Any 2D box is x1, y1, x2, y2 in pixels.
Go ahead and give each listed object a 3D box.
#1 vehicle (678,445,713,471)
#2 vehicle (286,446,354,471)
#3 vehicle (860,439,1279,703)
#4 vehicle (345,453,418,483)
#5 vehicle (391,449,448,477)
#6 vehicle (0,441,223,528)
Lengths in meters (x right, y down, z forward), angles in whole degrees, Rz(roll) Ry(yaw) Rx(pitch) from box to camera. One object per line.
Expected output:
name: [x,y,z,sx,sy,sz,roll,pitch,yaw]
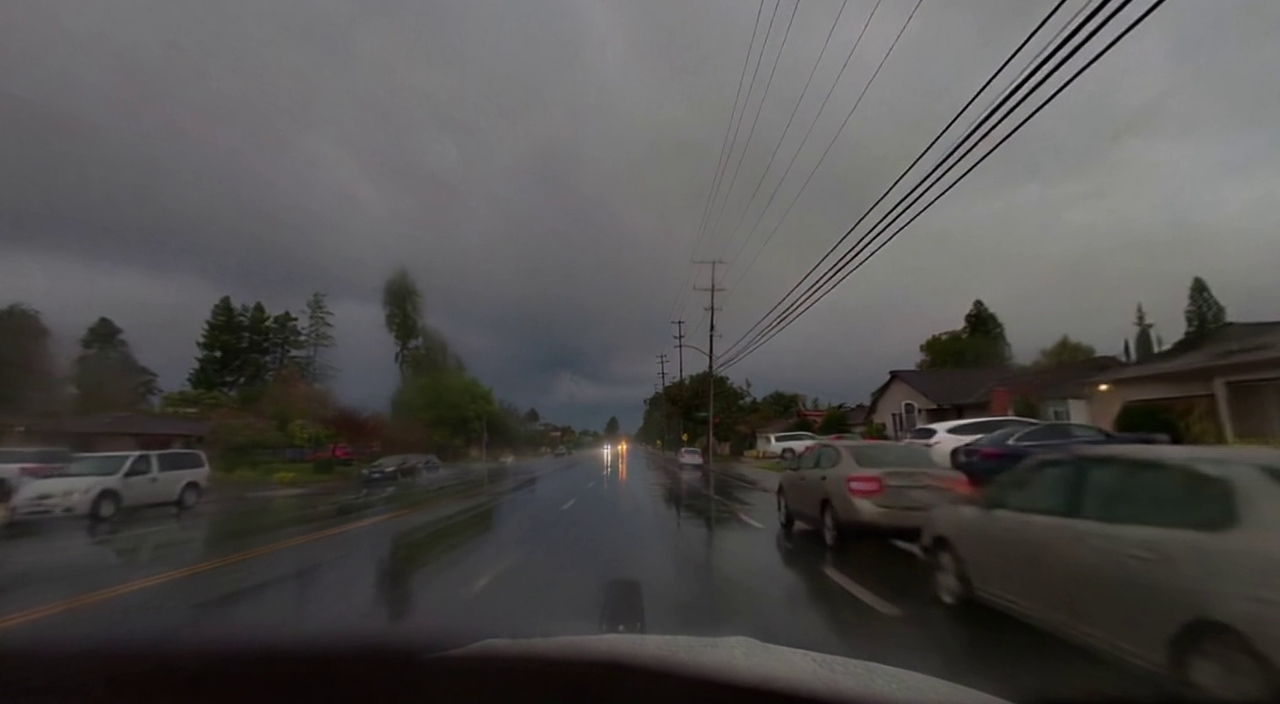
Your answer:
vehicle: [3.550,6.871,41.165,1.855,1.518,4.707,0,-9,0]
vehicle: [-22.526,7.533,44.513,3.803,1.528,1.812,-3,-10,-2]
vehicle: [3.083,1.232,3.582,1.866,1.414,4.604,0,-9,-2]
vehicle: [-14.060,6.324,34.656,2.011,1.480,4.644,0,-9,0]
vehicle: [-13.882,6.999,40.040,1.916,1.632,4.440,0,-9,1]
vehicle: [-13.625,3.347,16.706,2.137,1.852,4.541,-2,-8,-1]
